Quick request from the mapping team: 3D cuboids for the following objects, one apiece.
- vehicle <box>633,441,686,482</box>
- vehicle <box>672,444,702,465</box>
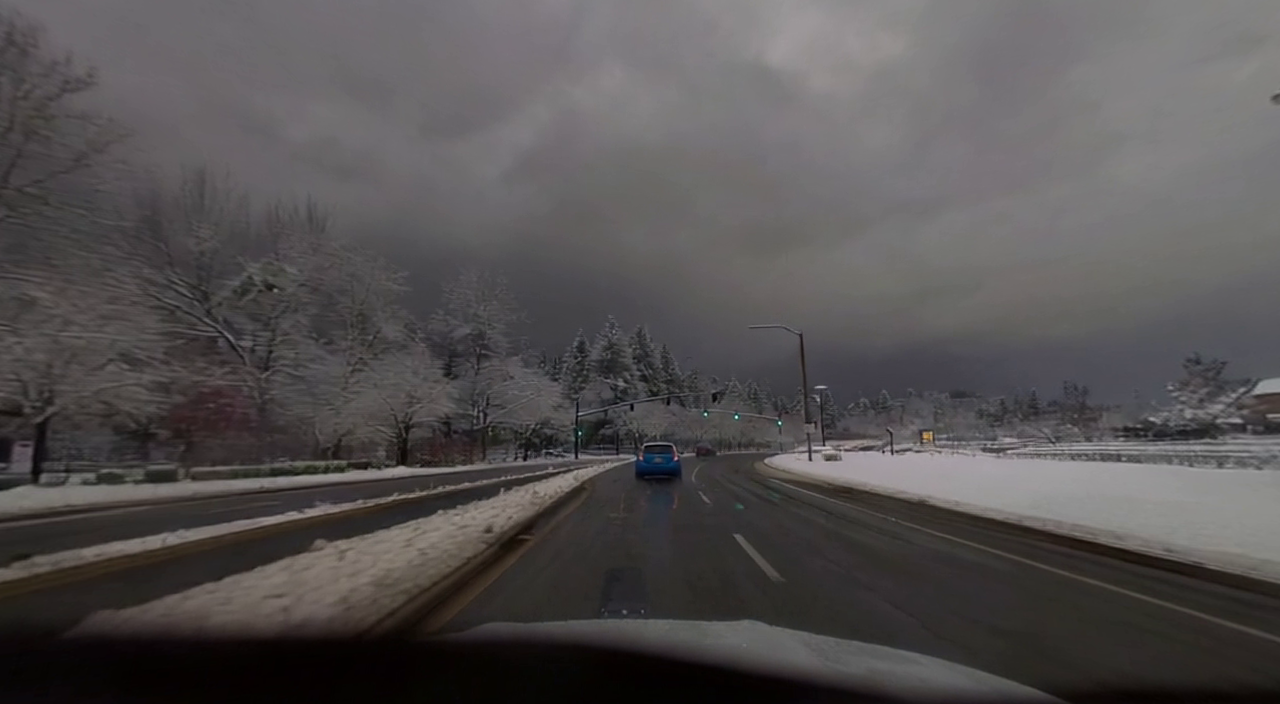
[{"bbox_3d":[0.855,4.450,25.922,2.010,1.535,3.735,-1,-8,4],"label":"vehicle"},{"bbox_3d":[3.553,7.627,47.210,2.001,1.479,4.387,-1,-8,7],"label":"vehicle"}]
